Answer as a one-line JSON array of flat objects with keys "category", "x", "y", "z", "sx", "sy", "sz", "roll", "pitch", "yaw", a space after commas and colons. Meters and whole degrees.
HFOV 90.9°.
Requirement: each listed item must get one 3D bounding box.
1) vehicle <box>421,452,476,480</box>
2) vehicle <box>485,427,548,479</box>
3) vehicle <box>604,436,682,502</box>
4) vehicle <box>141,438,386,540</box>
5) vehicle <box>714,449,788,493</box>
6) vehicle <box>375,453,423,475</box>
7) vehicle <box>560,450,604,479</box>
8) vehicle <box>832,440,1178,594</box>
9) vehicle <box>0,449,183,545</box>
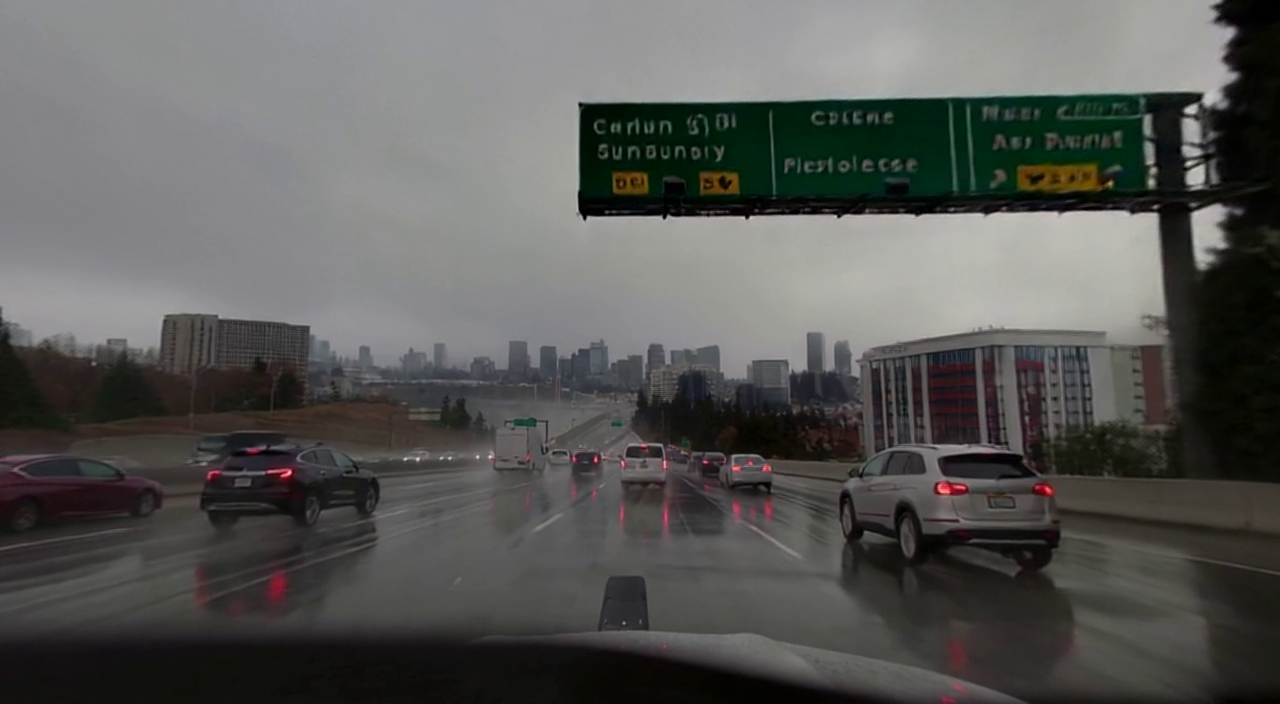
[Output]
[{"category": "vehicle", "x": -11.031, "y": 6.551, "z": 36.537, "sx": 1.923, "sy": 1.480, "sz": 3.905, "roll": 0, "pitch": -8, "yaw": 0}, {"category": "vehicle", "x": -7.243, "y": 5.997, "z": 37.821, "sx": 2.358, "sy": 2.817, "sz": 7.055, "roll": 0, "pitch": -8, "yaw": 0}, {"category": "vehicle", "x": 0.102, "y": 3.679, "z": 20.329, "sx": 2.209, "sy": 1.863, "sz": 4.626, "roll": 0, "pitch": -8, "yaw": 1}, {"category": "vehicle", "x": -6.999, "y": 2.544, "z": 12.456, "sx": 2.021, "sy": 1.632, "sz": 4.417, "roll": 0, "pitch": -8, "yaw": 1}, {"category": "vehicle", "x": 4.149, "y": 4.504, "z": 24.299, "sx": 1.942, "sy": 1.487, "sz": 4.518, "roll": 0, "pitch": -8, "yaw": -1}, {"category": "vehicle", "x": -17.848, "y": 8.315, "z": 46.887, "sx": 1.801, "sy": 1.467, "sz": 4.315, "roll": 0, "pitch": -8, "yaw": 1}, {"category": "vehicle", "x": -3.282, "y": 6.498, "z": 36.665, "sx": 2.079, "sy": 1.499, "sz": 4.512, "roll": 0, "pitch": -8, "yaw": 1}, {"category": "vehicle", "x": 4.257, "y": 1.946, "z": 8.464, "sx": 1.915, "sy": 1.482, "sz": 4.537, "roll": 0, "pitch": -8, "yaw": 0}, {"category": "vehicle", "x": -10.888, "y": 2.487, "z": 11.265, "sx": 1.970, "sy": 1.441, "sz": 4.555, "roll": 0, "pitch": -8, "yaw": 1}]
